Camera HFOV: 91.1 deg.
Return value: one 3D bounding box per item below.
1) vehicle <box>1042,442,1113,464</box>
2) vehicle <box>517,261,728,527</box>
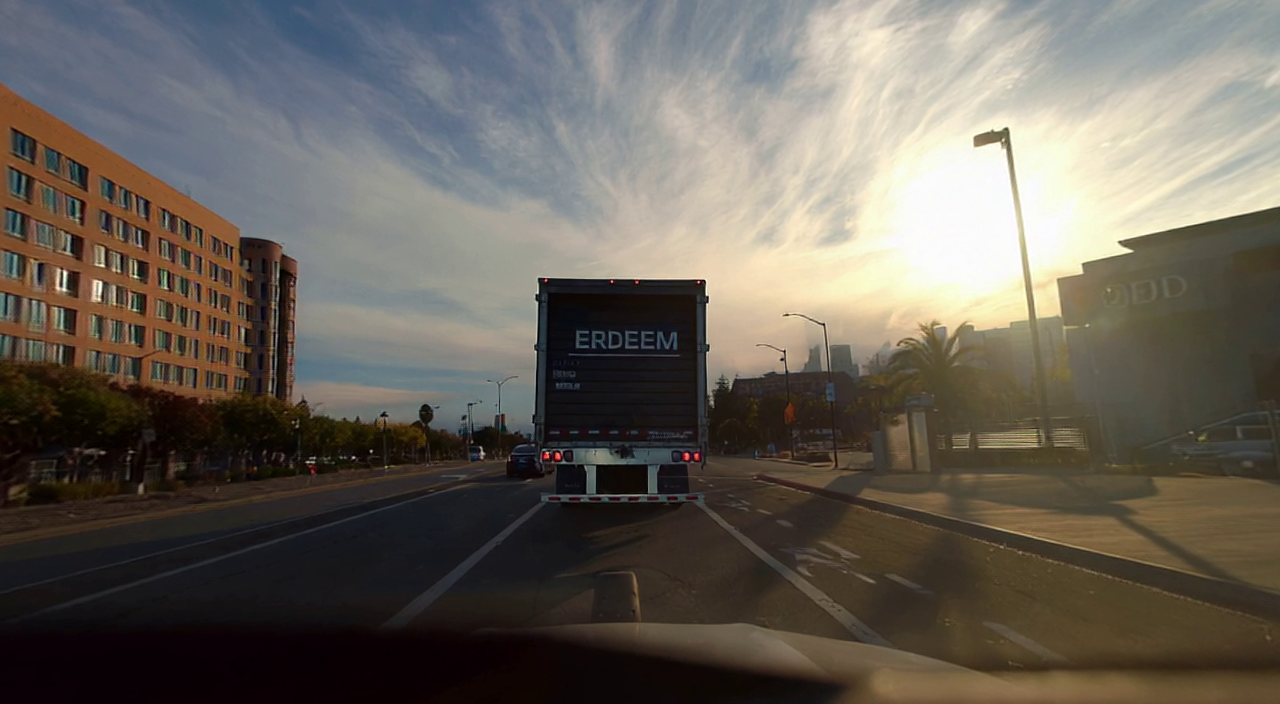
[{"bbox_3d":[31.366,7.216,45.151,1.652,1.423,3.797,5,-9,-36],"label":"vehicle"},{"bbox_3d":[-0.212,1.162,13.457,2.876,3.724,9.351,0,-8,0],"label":"vehicle"}]
